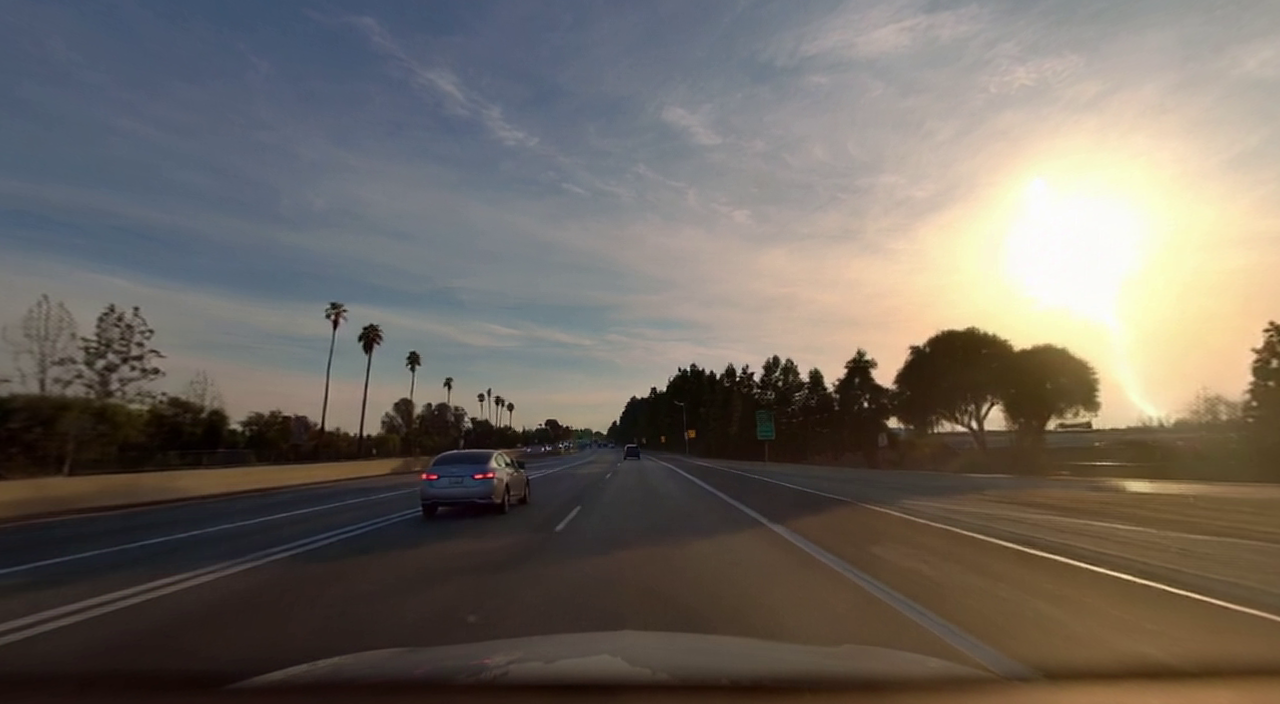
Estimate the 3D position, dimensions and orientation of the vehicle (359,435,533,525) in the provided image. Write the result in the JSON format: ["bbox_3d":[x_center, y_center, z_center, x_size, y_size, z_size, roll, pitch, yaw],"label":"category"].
[{"bbox_3d":[-3.833,2.599,13.483,2.092,1.562,4.748,0,-8,2],"label":"vehicle"}]
